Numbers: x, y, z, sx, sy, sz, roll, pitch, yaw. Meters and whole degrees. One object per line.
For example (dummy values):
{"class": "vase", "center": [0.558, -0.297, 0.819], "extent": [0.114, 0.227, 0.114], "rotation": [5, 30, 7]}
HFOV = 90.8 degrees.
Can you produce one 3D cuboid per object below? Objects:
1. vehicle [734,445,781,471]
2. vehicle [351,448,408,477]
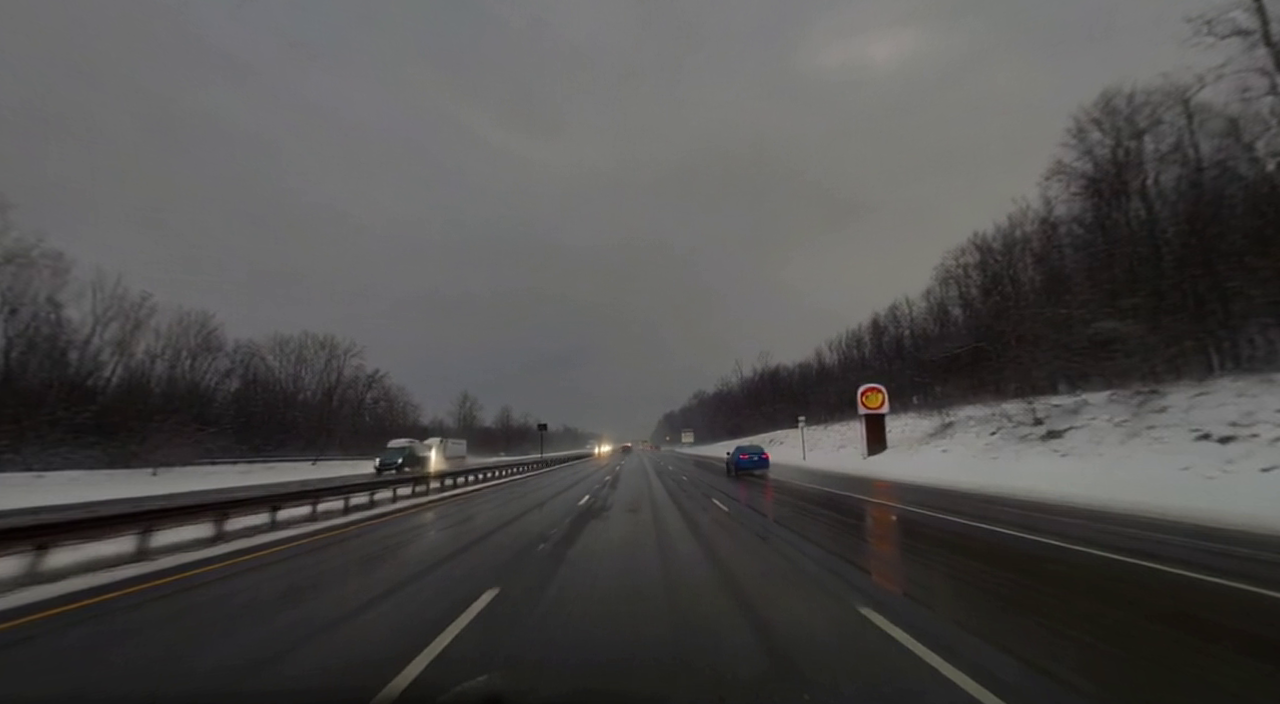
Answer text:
{"class": "vehicle", "center": [7.041, 6.395, 38.151], "extent": [1.967, 1.472, 3.751], "rotation": [0, -9, -3]}
{"class": "vehicle", "center": [-19.397, 8.215, 47.226], "extent": [2.091, 2.078, 5.210], "rotation": [0, -9, -1]}
